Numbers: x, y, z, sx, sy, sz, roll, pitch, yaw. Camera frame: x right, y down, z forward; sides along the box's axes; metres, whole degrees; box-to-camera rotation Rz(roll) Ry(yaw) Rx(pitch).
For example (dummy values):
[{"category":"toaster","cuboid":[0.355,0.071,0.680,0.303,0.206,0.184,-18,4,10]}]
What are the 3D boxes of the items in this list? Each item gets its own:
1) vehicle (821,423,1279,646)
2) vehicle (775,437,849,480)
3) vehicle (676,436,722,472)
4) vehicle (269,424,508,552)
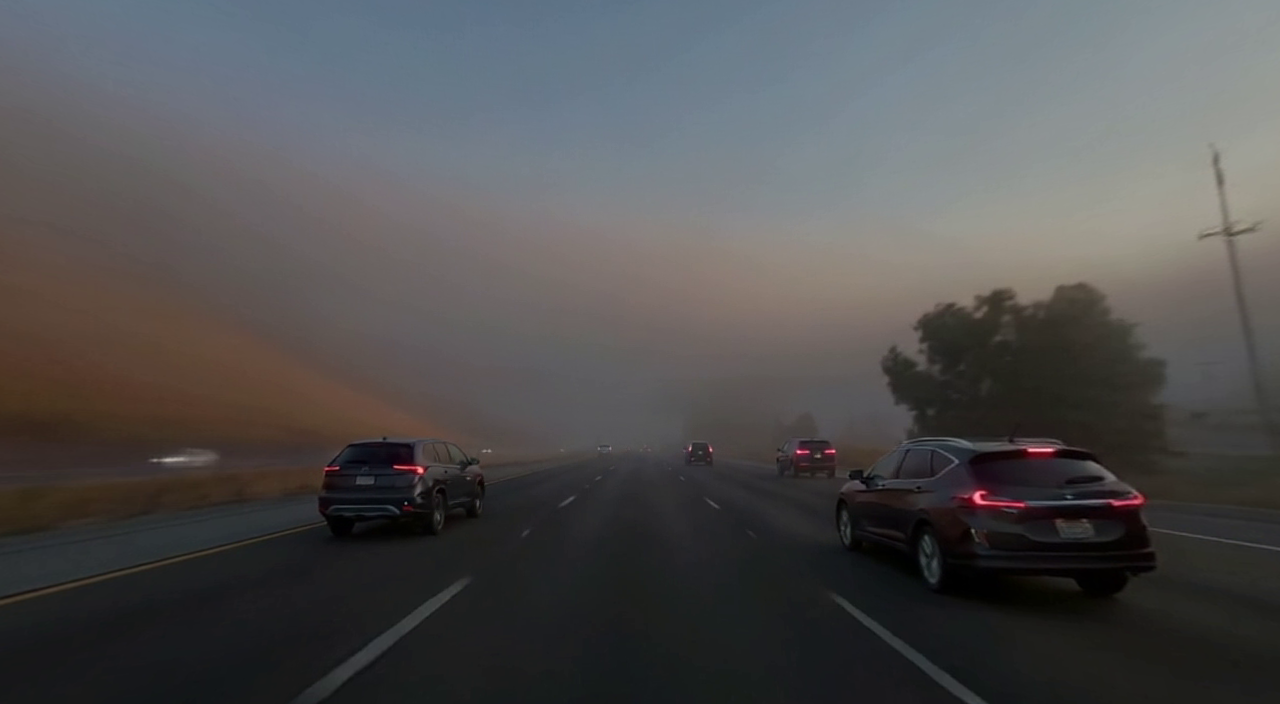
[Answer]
[{"category":"vehicle","cuboid":[3.468,1.555,6.466,1.941,1.481,4.300,0,-8,0]},{"category":"vehicle","cuboid":[7.501,4.692,28.030,1.998,1.717,4.338,0,-8,-1]},{"category":"vehicle","cuboid":[3.300,5.831,36.243,2.121,1.925,5.056,0,-8,-1]},{"category":"vehicle","cuboid":[-3.833,2.146,10.677,2.166,1.672,4.388,0,-8,1]}]
